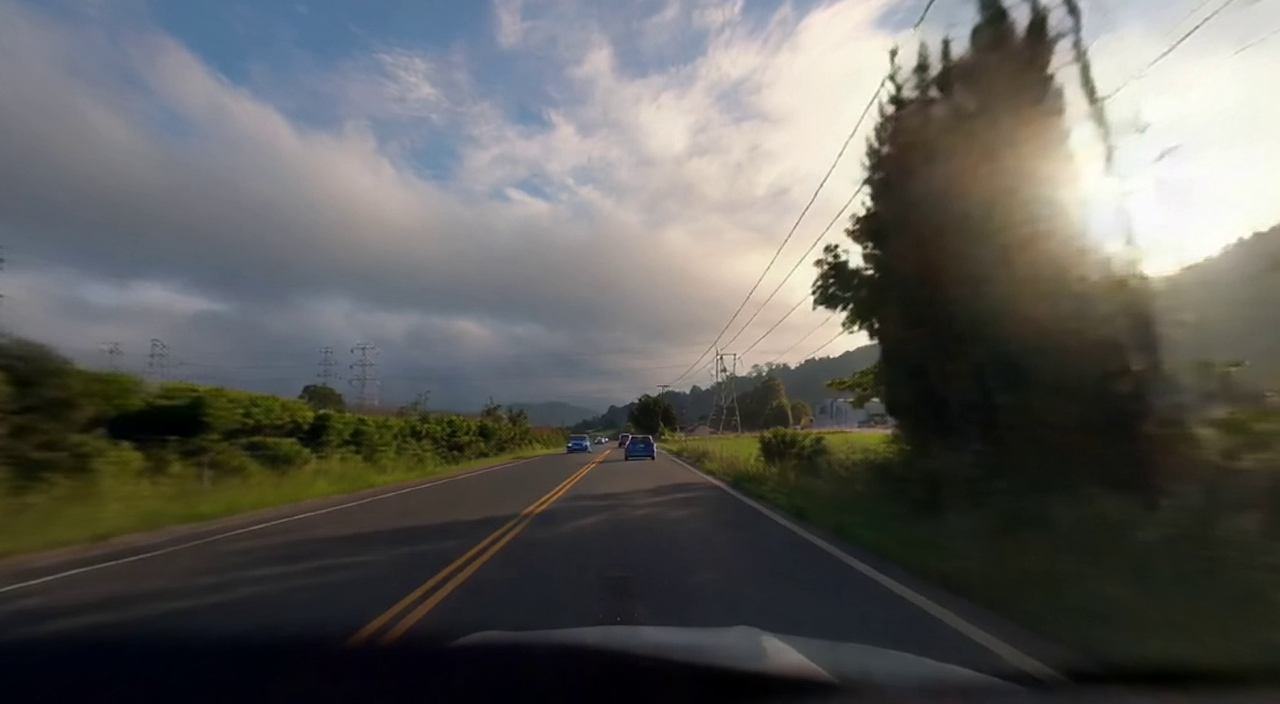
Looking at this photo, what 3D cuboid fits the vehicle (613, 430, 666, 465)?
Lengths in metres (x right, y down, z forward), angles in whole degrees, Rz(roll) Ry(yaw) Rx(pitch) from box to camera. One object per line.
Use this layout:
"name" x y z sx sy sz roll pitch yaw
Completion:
"vehicle" -0.080 4.344 28.772 2.241 1.471 3.829 0 -8 -2

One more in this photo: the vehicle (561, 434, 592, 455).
"vehicle" -4.774 7.042 48.147 2.019 1.511 4.290 0 -8 -1
